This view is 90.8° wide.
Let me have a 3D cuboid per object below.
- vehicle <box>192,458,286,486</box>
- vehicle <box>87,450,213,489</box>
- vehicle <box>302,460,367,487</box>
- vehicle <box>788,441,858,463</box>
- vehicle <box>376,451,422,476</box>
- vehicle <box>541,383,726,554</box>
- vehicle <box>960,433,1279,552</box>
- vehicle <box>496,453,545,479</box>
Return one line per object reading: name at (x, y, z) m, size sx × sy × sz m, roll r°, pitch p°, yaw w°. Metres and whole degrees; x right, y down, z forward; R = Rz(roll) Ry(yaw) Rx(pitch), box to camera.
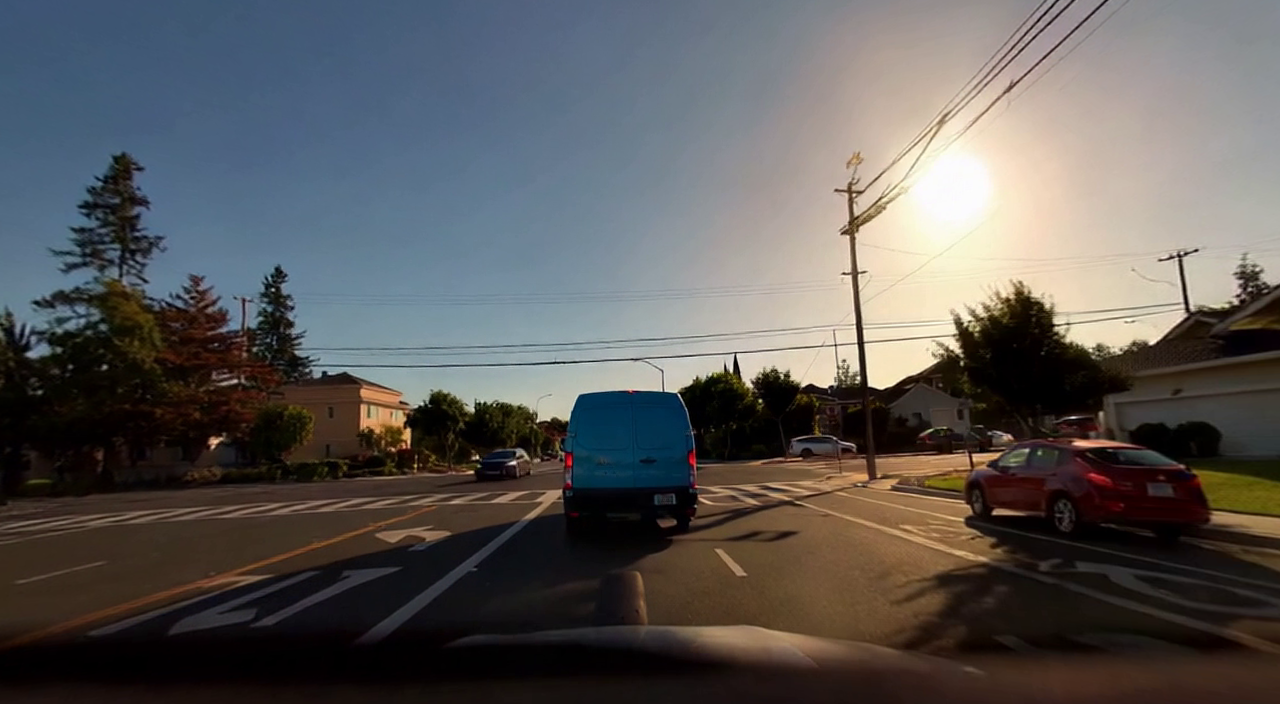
vehicle at (-27.331, 8.197, 43.191) m, size 4.972 × 1.776 × 2.057 m, roll 0°, pitch -9°, yaw -1°
vehicle at (-26.885, 6.459, 34.802) m, size 5.026 × 2.017 × 2.215 m, roll 0°, pitch -9°, yaw -1°
vehicle at (-18.392, 7.292, 38.250) m, size 1.816 × 1.445 × 4.120 m, roll 0°, pitch -9°, yaw 1°
vehicle at (13.106, 7.189, 45.421) m, size 4.483 × 1.463 × 1.805 m, roll 0°, pitch -9°, yaw -1°
vehicle at (-17.970, 8.305, 47.320) m, size 1.841 × 1.769 × 4.105 m, roll 0°, pitch -9°, yaw -1°
vehicle at (-0.234, 1.828, 10.491) m, size 2.342 × 2.142 × 4.809 m, roll 0°, pitch -9°, yaw -4°
vehicle at (7.346, 2.134, 10.310) m, size 1.883 × 1.504 × 4.220 m, roll 0°, pitch -9°, yaw -2°
vehicle at (-7.252, 6.973, 38.845) m, size 1.962 × 1.481 × 4.434 m, roll -1°, pitch -9°, yaw 2°
